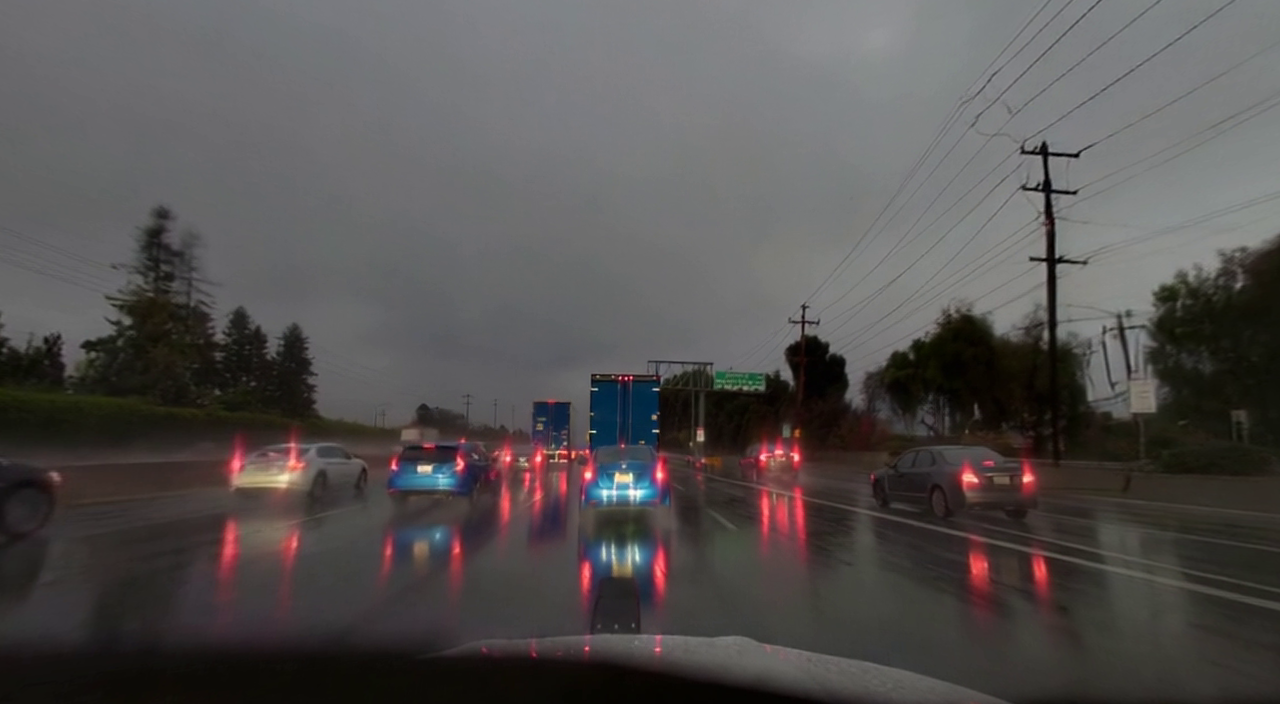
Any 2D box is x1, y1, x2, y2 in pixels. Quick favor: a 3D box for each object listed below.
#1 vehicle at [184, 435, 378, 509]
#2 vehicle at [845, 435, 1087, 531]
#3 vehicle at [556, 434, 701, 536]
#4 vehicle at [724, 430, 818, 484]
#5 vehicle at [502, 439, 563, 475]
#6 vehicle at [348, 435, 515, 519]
[{"bbox_3d":[-8.261,2.792,15.211,1.988,1.472,4.852,0,-9,-3],"label":"vehicle"},{"bbox_3d":[5.581,2.276,11.571,1.878,1.406,4.164,1,-9,-6],"label":"vehicle"},{"bbox_3d":[-0.282,2.242,11.255,2.112,1.463,4.012,0,-9,-3],"label":"vehicle"},{"bbox_3d":[4.375,3.588,21.743,2.023,1.676,4.002,1,-9,-6],"label":"vehicle"},{"bbox_3d":[-4.723,4.718,28.553,2.090,1.463,4.968,0,-9,-2],"label":"vehicle"},{"bbox_3d":[-4.182,2.593,13.747,1.960,1.450,5.246,0,-9,-1],"label":"vehicle"}]
